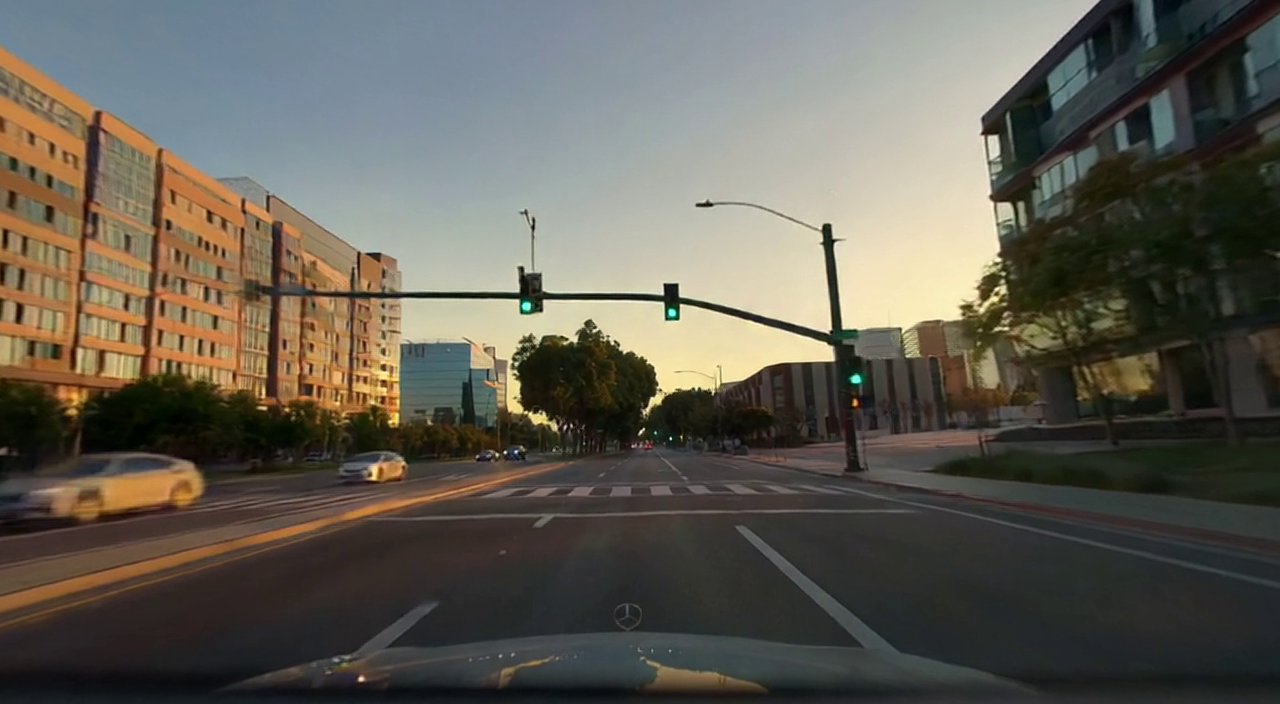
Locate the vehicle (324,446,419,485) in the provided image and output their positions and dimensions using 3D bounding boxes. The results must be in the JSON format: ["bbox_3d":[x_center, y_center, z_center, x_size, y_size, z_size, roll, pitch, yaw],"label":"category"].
[{"bbox_3d":[-11.289,4.784,26.839,2.058,1.453,4.580,0,-8,0],"label":"vehicle"}]

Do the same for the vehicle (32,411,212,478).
[{"bbox_3d":[-30.634,5.580,37.928,2.818,3.500,8.930,0,-8,3],"label":"vehicle"}]

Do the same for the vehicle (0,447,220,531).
[{"bbox_3d":[-11.642,2.831,13.683,1.712,1.459,4.614,0,-8,1],"label":"vehicle"}]
